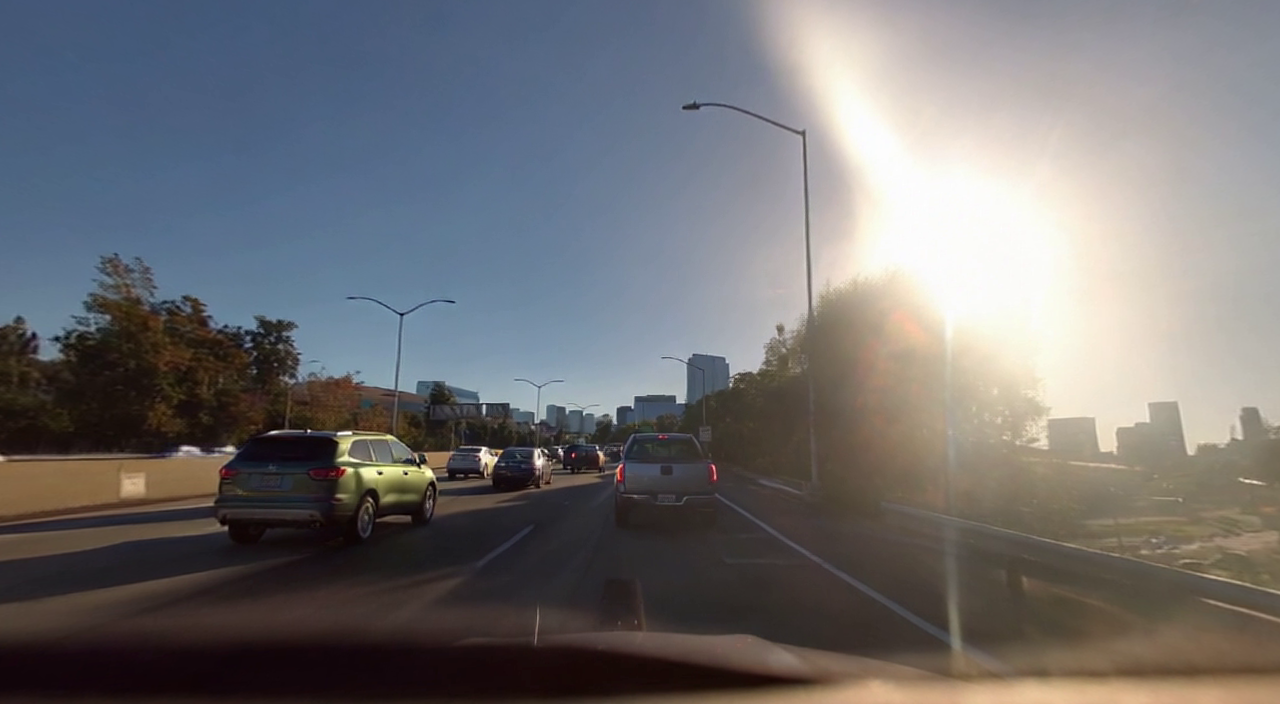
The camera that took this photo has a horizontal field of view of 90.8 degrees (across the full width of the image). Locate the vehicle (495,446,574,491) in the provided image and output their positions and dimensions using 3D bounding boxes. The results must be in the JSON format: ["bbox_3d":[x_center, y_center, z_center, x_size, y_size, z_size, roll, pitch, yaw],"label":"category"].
[{"bbox_3d":[-3.670,4.127,22.768,1.868,1.470,4.105,-1,-9,4],"label":"vehicle"}]

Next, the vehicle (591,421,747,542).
[{"bbox_3d":[0.472,2.203,11.364,2.235,1.716,4.435,-1,-9,1],"label":"vehicle"}]

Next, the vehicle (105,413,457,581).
[{"bbox_3d":[-4.326,1.810,8.697,2.076,1.688,4.334,-1,-9,4],"label":"vehicle"}]
